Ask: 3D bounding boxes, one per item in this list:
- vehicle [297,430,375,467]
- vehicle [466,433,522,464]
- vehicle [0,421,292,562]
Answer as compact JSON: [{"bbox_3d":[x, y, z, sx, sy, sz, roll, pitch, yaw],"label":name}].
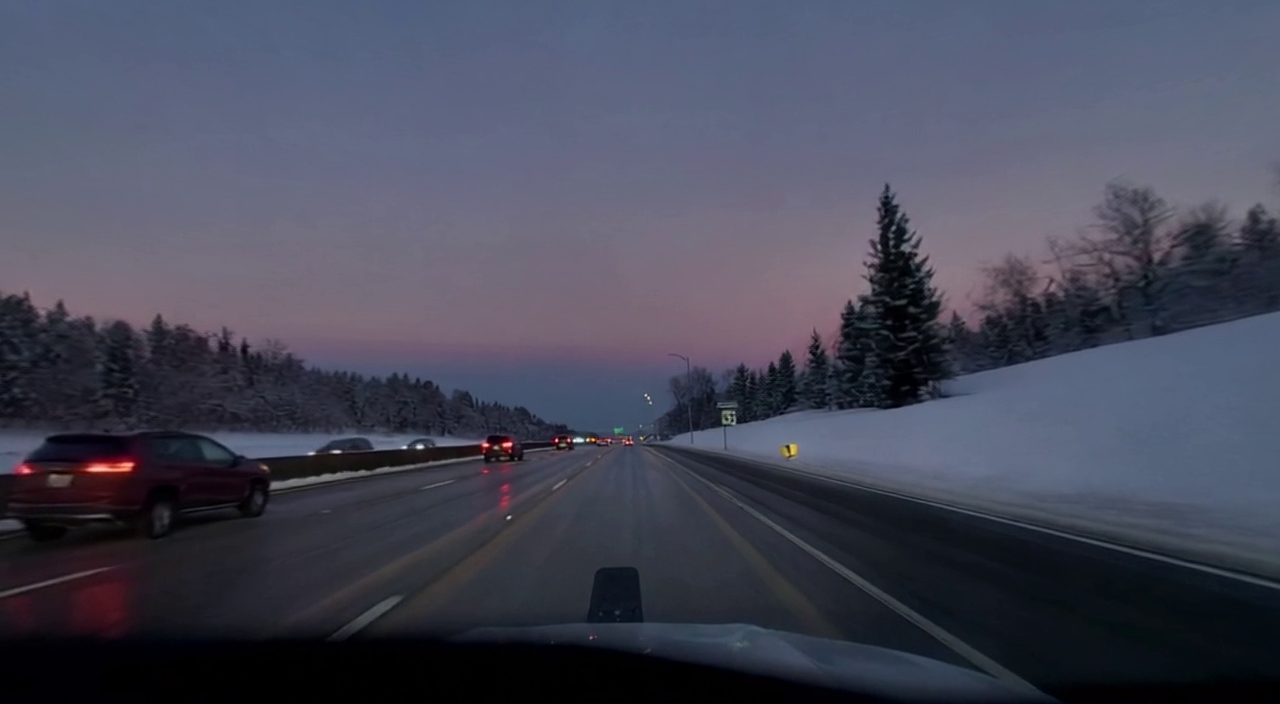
[{"bbox_3d":[-16.470,5.215,34.339,1.939,1.878,4.695,0,-8,-1],"label":"vehicle"},{"bbox_3d":[-7.637,5.072,33.221,1.972,1.532,4.222,0,-8,-1],"label":"vehicle"},{"bbox_3d":[-7.457,1.839,9.248,2.003,1.523,4.741,0,-8,-1],"label":"vehicle"}]
